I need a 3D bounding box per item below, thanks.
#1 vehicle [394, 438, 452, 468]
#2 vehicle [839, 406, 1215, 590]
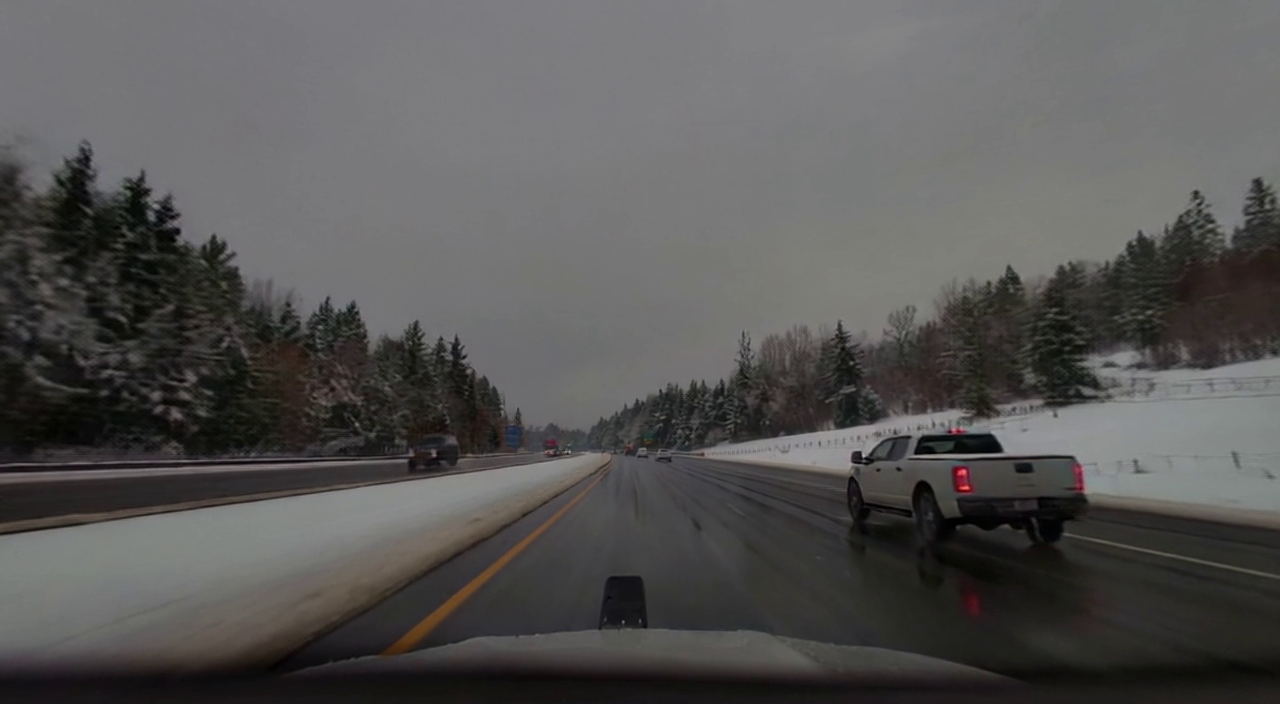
[{"bbox_3d":[-13.157,6.142,38.431,1.954,1.706,4.514,0,-9,0],"label":"vehicle"},{"bbox_3d":[4.266,1.675,8.059,1.933,1.663,4.440,0,-9,0],"label":"vehicle"}]
